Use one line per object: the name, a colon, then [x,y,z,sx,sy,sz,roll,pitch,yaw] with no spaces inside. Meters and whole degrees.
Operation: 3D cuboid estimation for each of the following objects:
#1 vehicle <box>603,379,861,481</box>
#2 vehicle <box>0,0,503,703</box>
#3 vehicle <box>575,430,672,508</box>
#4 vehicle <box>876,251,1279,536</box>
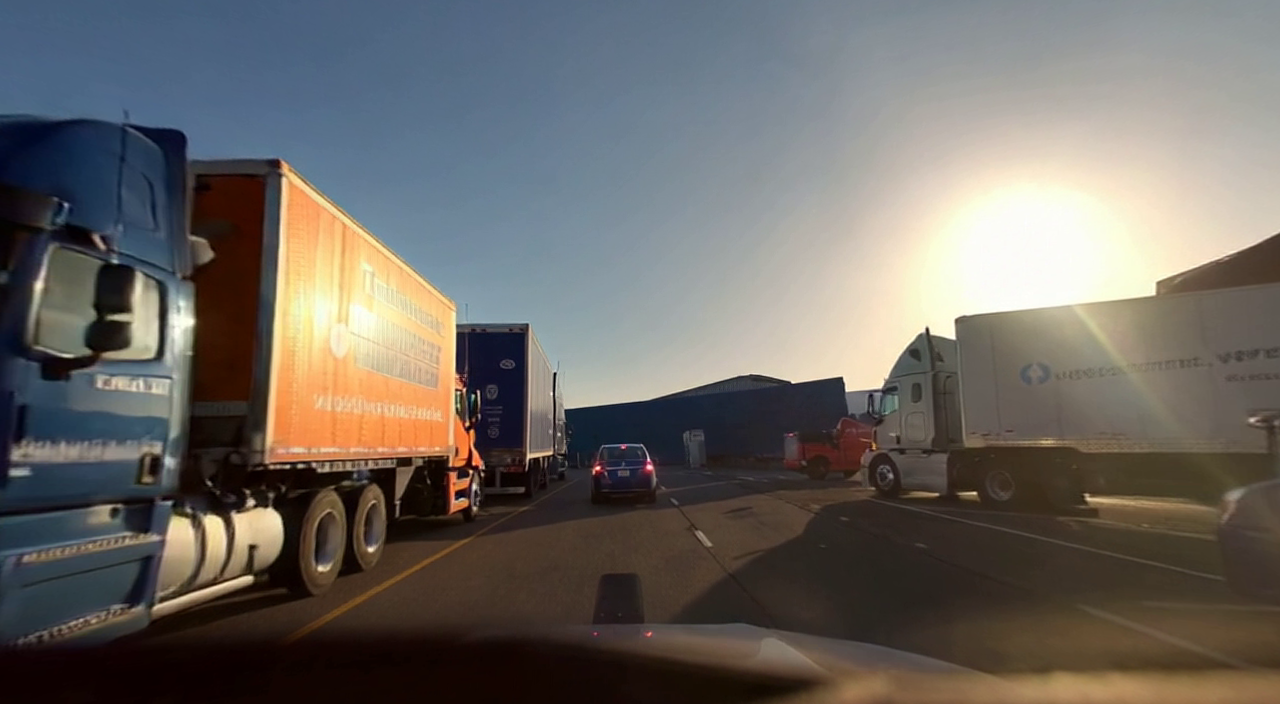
vehicle: [3.722,3.995,32.029,2.877,4.124,14.516,3,-8,-40]
vehicle: [-3.986,0.801,7.032,2.986,3.391,9.523,0,-9,-2]
vehicle: [-0.392,2.895,15.850,2.140,1.682,3.971,0,-9,-1]
vehicle: [11.120,0.641,9.699,13.564,4.152,3.110,-9,-12,42]
